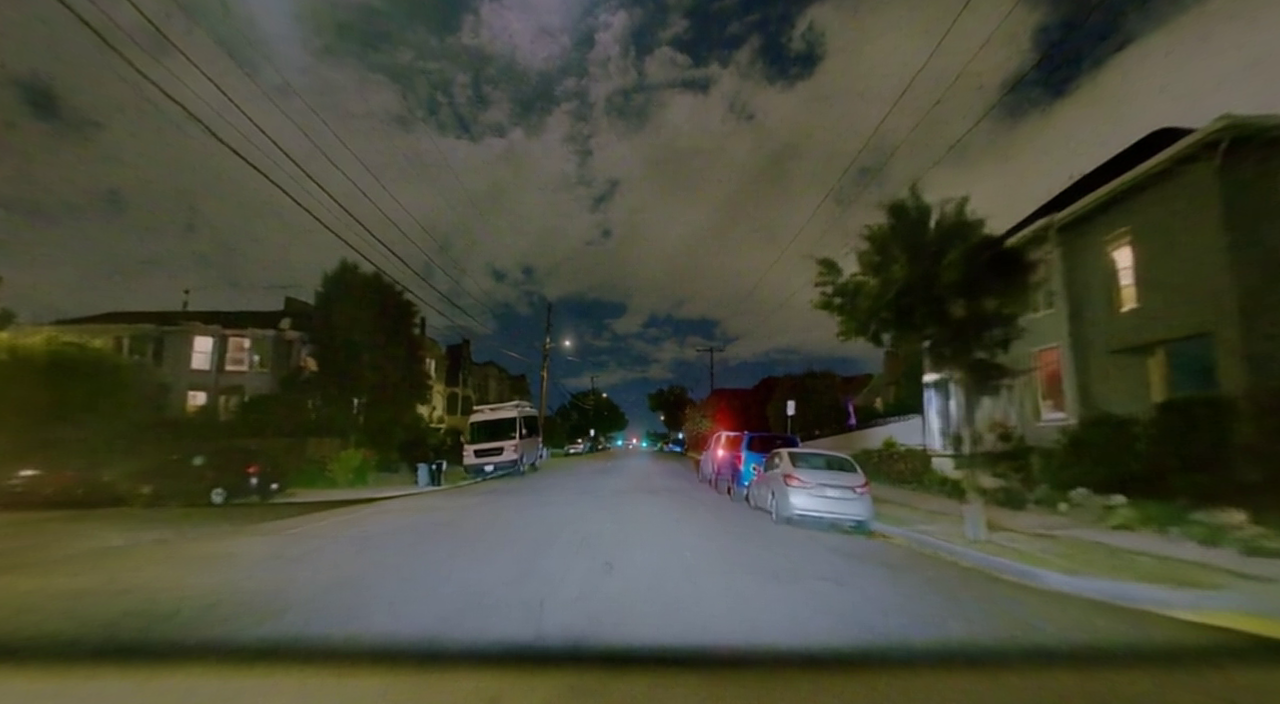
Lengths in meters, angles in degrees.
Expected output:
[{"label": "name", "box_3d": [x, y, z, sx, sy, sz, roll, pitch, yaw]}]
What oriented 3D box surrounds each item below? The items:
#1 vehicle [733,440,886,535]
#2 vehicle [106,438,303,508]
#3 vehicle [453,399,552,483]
[{"label": "vehicle", "box_3d": [3.357, 2.731, 13.532, 2.010, 1.661, 4.615, 0, -8, 0]}, {"label": "vehicle", "box_3d": [-13.243, 3.782, 19.468, 4.341, 1.728, 2.161, -2, -16, -5]}, {"label": "vehicle", "box_3d": [-6.569, 4.313, 31.371, 3.115, 3.562, 7.695, -2, -7, 0]}]
